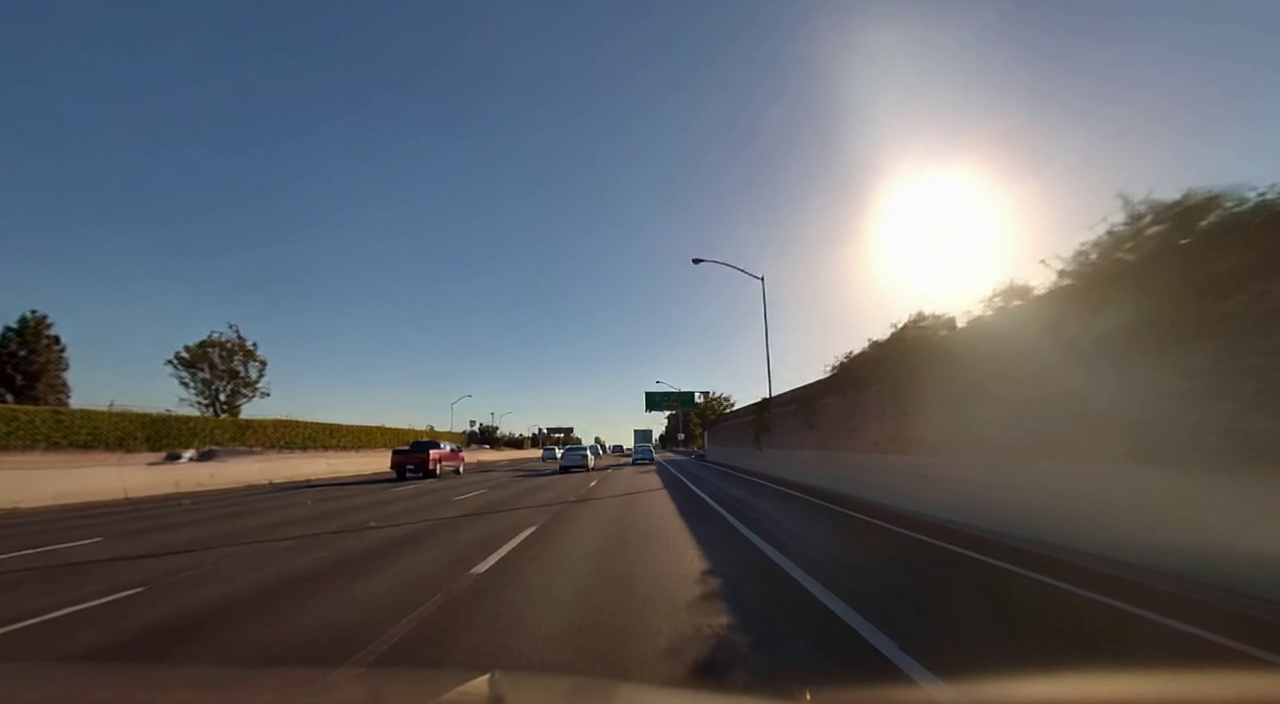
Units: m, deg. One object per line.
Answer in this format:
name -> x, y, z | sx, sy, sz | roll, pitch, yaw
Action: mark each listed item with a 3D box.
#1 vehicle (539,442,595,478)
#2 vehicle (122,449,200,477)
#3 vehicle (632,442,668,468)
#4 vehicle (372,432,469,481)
vehicle -> -3.253, 4.928, 29.002 | 2.056, 1.480, 4.022 | -1, -9, 1
vehicle -> -25.766, 5.958, 34.059 | 1.511, 1.380, 3.380 | -1, -9, 0
vehicle -> 0.570, 6.384, 39.220 | 2.073, 1.480, 4.343 | -1, -9, 0
vehicle -> -9.960, 4.800, 29.304 | 2.339, 2.018, 5.790 | -1, -9, 1
